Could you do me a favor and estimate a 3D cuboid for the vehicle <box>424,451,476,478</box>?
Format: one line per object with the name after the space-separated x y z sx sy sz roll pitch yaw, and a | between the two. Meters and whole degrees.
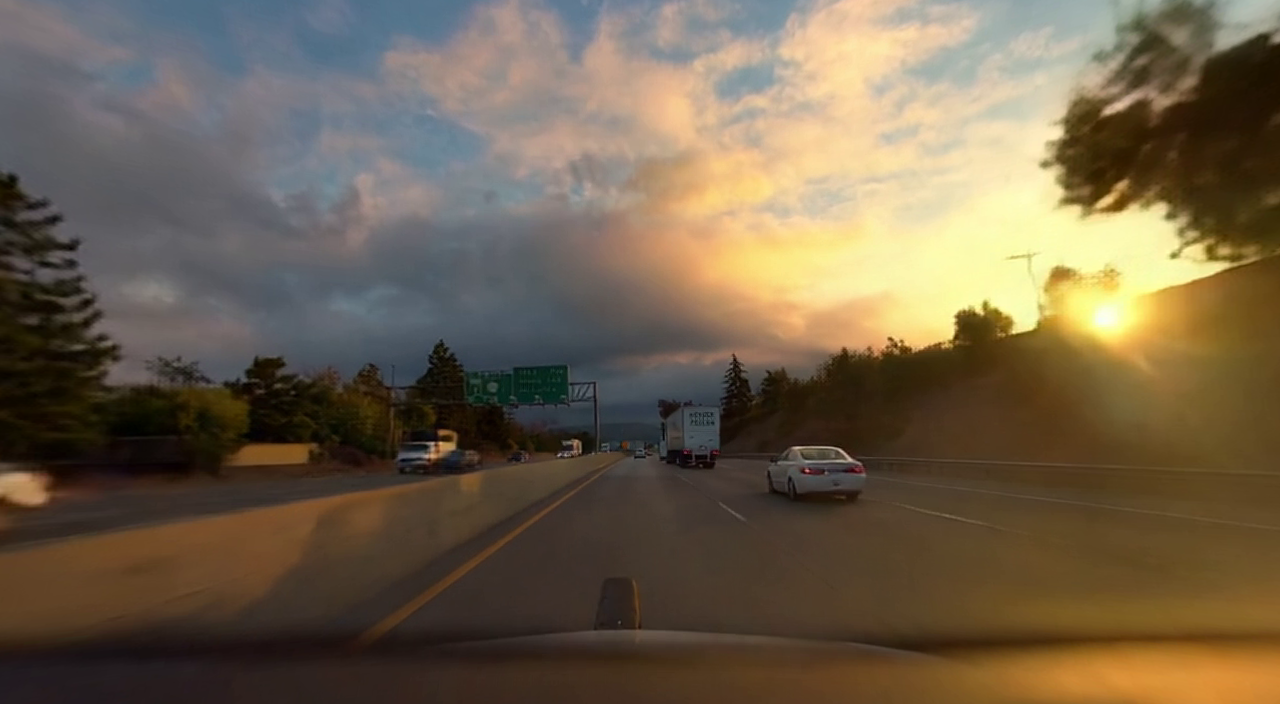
-11.443 6.783 38.146 1.882 1.546 3.885 0 -9 1 | vehicle

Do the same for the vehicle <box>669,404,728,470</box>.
3.952 6.410 46.343 2.926 4.060 14.068 0 -9 0 | vehicle

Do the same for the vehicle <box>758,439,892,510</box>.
4.341 2.936 15.495 1.917 1.471 4.149 0 -9 -2 | vehicle
